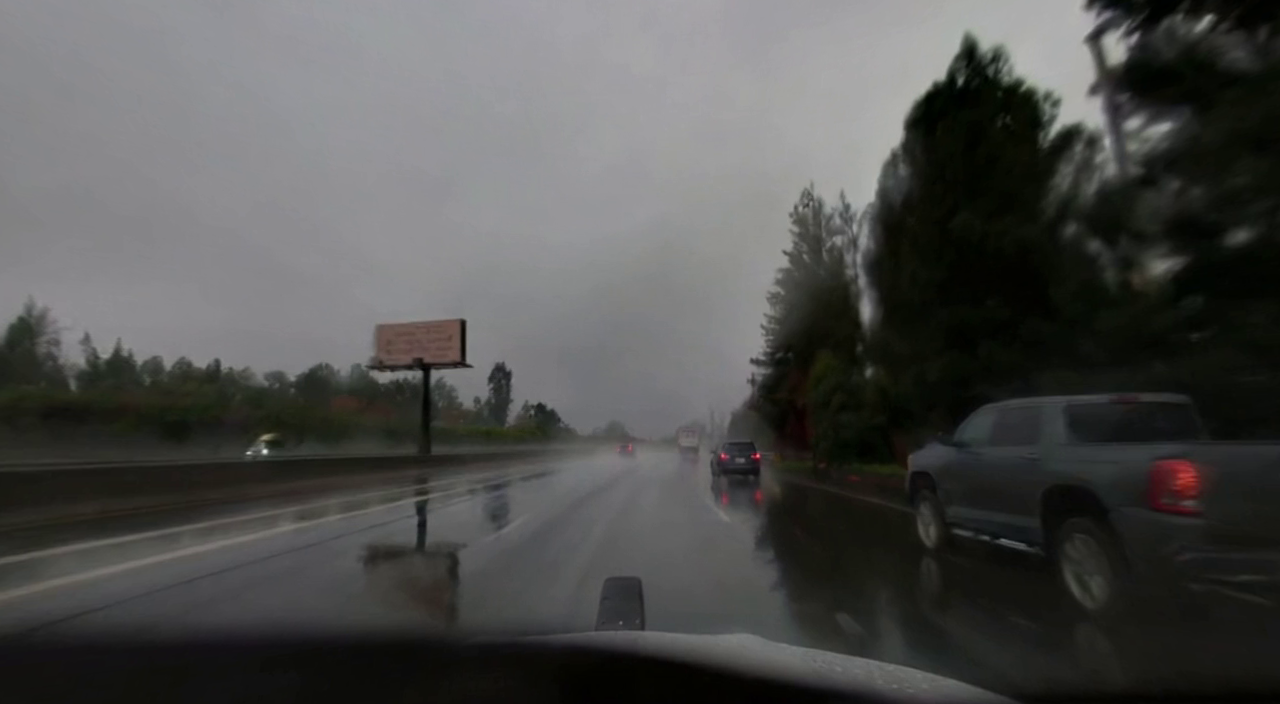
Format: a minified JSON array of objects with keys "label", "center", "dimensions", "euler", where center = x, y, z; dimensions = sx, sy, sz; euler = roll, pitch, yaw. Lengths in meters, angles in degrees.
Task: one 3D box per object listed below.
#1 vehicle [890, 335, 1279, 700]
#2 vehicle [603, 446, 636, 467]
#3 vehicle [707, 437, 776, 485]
[{"label":"vehicle","center":[4.131,1.162,5.459],"dimensions":[2.165,1.881,4.274],"euler":[0,-9,0]},{"label":"vehicle","center":[-1.470,7.703,46.709],"dimensions":[1.972,1.444,4.191],"euler":[-1,-9,4]},{"label":"vehicle","center":[3.952,4.343,25.473],"dimensions":[2.075,1.743,4.410],"euler":[0,-9,0]}]
